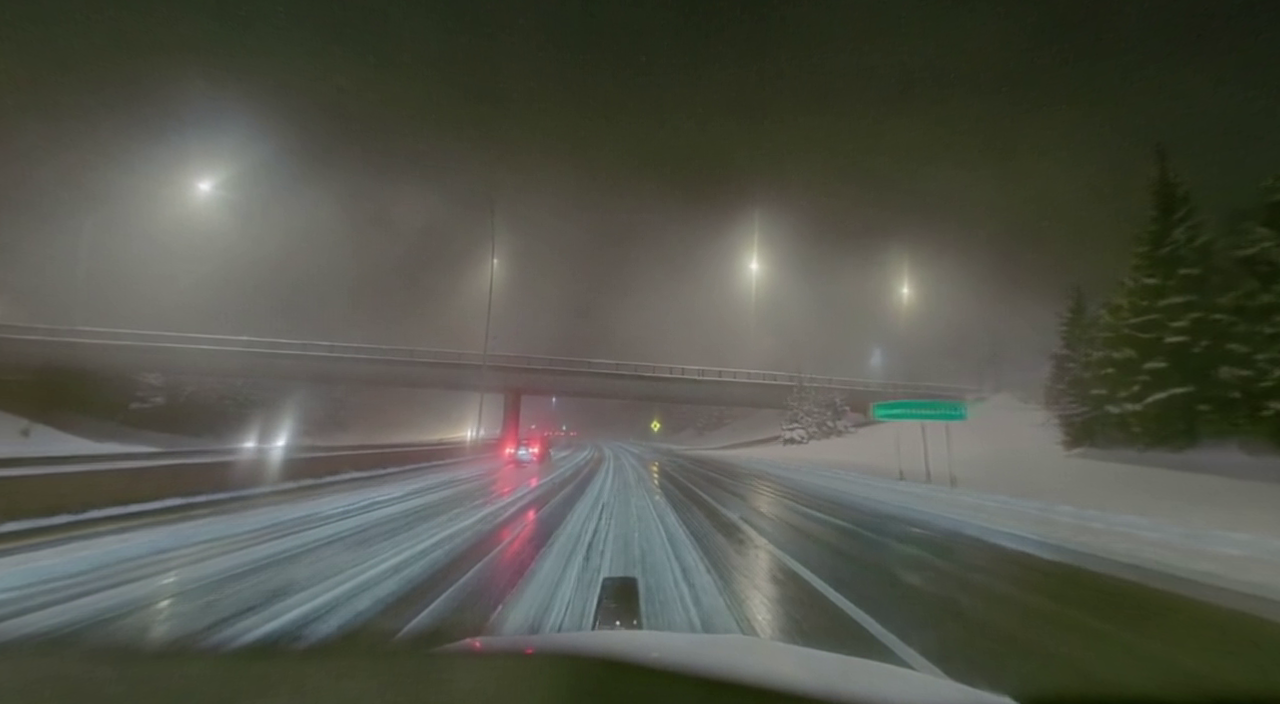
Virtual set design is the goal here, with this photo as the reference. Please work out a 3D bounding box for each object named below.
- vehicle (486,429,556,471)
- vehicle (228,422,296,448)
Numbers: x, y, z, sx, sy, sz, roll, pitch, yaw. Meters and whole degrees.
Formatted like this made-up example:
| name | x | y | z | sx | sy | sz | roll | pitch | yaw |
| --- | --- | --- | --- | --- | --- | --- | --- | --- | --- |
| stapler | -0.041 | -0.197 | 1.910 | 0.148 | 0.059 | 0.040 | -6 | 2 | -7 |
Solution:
| name | x | y | z | sx | sy | sz | roll | pitch | yaw |
| --- | --- | --- | --- | --- | --- | --- | --- | --- | --- |
| vehicle | -4.915 | 4.115 | 26.767 | 2.123 | 1.601 | 4.887 | 0 | -8 | -1 |
| vehicle | -23.070 | 5.110 | 38.573 | 1.761 | 1.485 | 4.054 | 0 | -8 | -2 |
